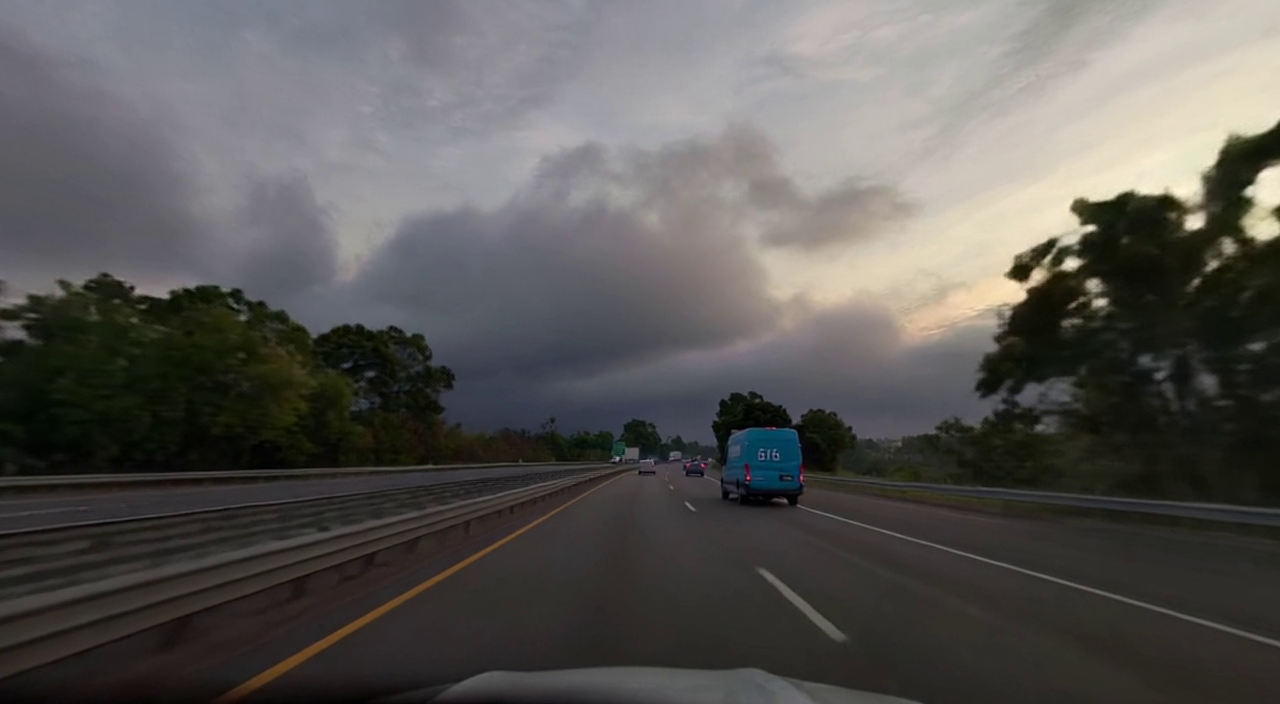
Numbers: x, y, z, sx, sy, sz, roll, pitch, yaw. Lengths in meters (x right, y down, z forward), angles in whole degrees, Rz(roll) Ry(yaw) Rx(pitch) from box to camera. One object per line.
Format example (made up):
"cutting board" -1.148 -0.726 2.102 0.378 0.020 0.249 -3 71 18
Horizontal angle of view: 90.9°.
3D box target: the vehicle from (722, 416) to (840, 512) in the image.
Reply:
"vehicle" 4.275 3.635 20.359 2.366 2.595 5.793 1 -11 -1
